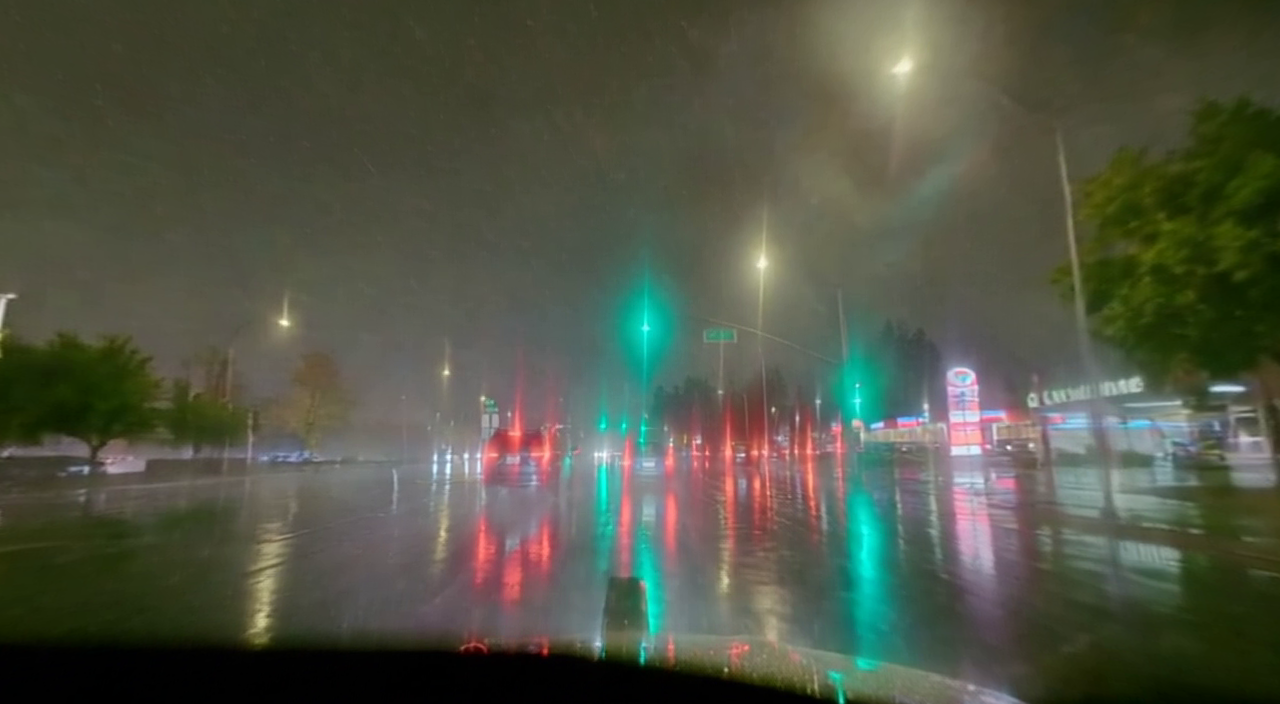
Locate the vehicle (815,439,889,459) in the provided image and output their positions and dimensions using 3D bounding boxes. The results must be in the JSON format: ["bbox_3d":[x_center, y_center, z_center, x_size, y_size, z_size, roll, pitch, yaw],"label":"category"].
[{"bbox_3d":[15.582,7.127,46.385,4.756,1.422,1.831,0,-8,-2],"label":"vehicle"}]

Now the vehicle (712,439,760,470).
[{"bbox_3d":[5.116,5.514,34.119,1.900,1.507,4.151,0,-8,0],"label":"vehicle"}]

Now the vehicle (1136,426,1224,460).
[{"bbox_3d":[32.892,5.493,38.331,5.720,1.822,2.307,3,-9,-32],"label":"vehicle"}]

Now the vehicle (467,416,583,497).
[{"bbox_3d":[-3.034,2.915,17.928,2.289,1.935,5.227,0,-8,0],"label":"vehicle"}]

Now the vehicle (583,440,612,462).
[{"bbox_3d":[-3.139,7.375,47.090,1.902,1.522,3.523,0,-8,0],"label":"vehicle"}]

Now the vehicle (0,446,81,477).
[{"bbox_3d":[-30.945,5.516,31.890,3.539,1.484,1.771,0,-8,-1],"label":"vehicle"}]

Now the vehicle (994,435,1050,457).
[{"bbox_3d":[29.248,7.200,48.217,4.225,1.502,1.915,3,-9,-32],"label":"vehicle"}]

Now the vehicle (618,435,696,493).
[{"bbox_3d":[0.438,3.253,18.663,2.061,1.494,4.079,0,-8,0],"label":"vehicle"}]
